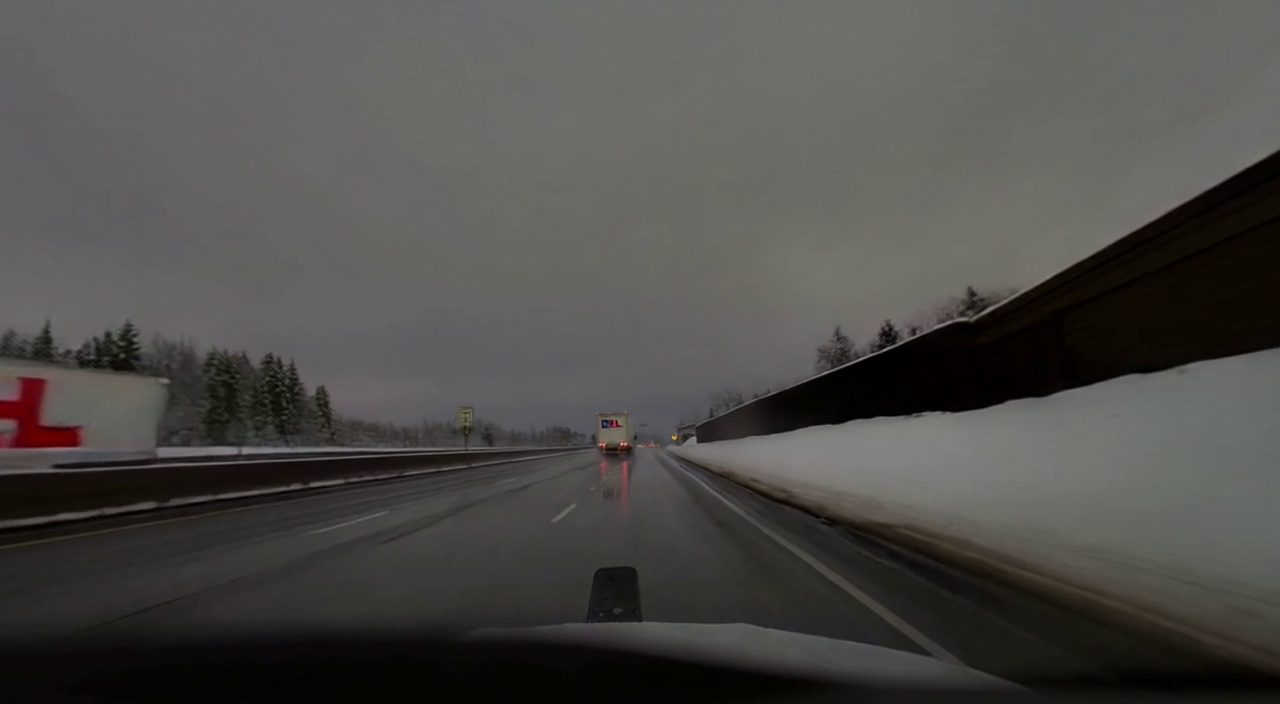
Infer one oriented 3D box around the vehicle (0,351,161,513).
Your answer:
[{"bbox_3d":[-17.540,1.567,12.306,3.102,4.025,16.974,1,-7,0],"label":"vehicle"}]
